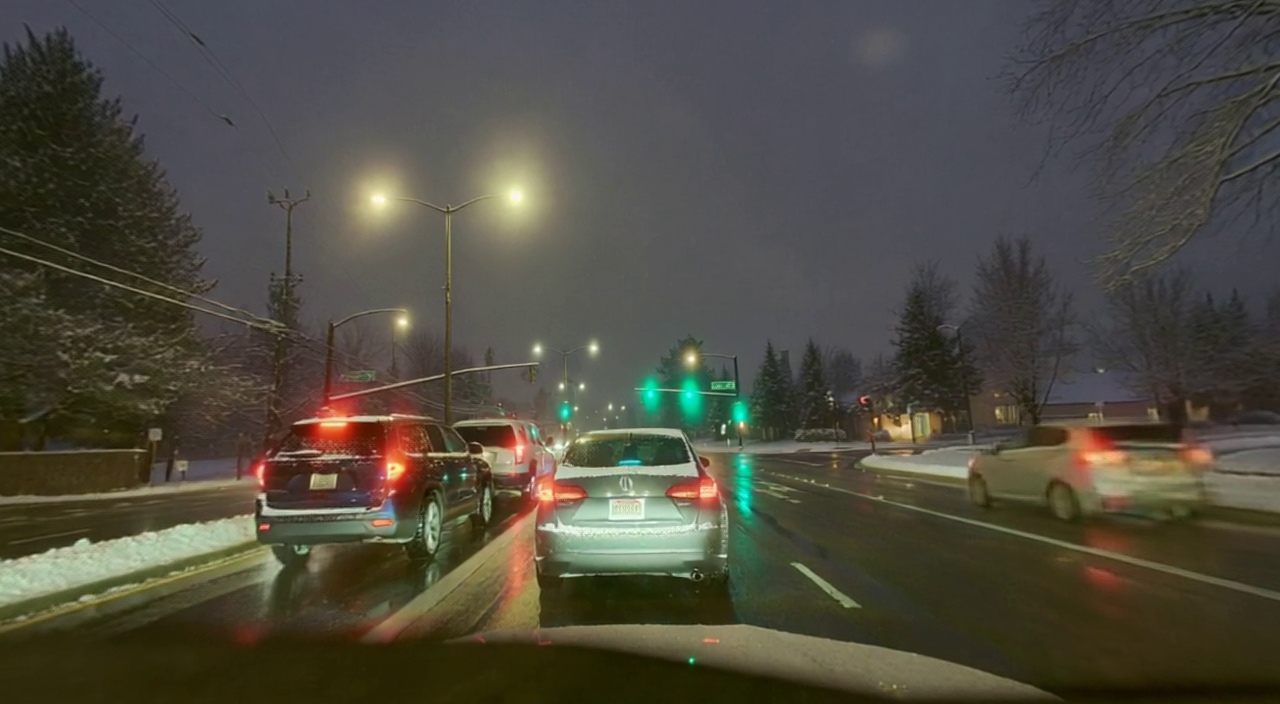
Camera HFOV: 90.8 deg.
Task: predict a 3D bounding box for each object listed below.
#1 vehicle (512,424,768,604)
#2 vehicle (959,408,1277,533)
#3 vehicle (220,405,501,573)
[{"bbox_3d":[-0.061,1.642,7.312,2.126,1.475,3.967,0,-8,-2],"label":"vehicle"},{"bbox_3d":[7.819,1.984,11.101,2.059,1.719,4.443,0,-8,0],"label":"vehicle"},{"bbox_3d":[-3.427,1.758,8.856,2.046,1.751,4.208,0,-8,-1],"label":"vehicle"}]
